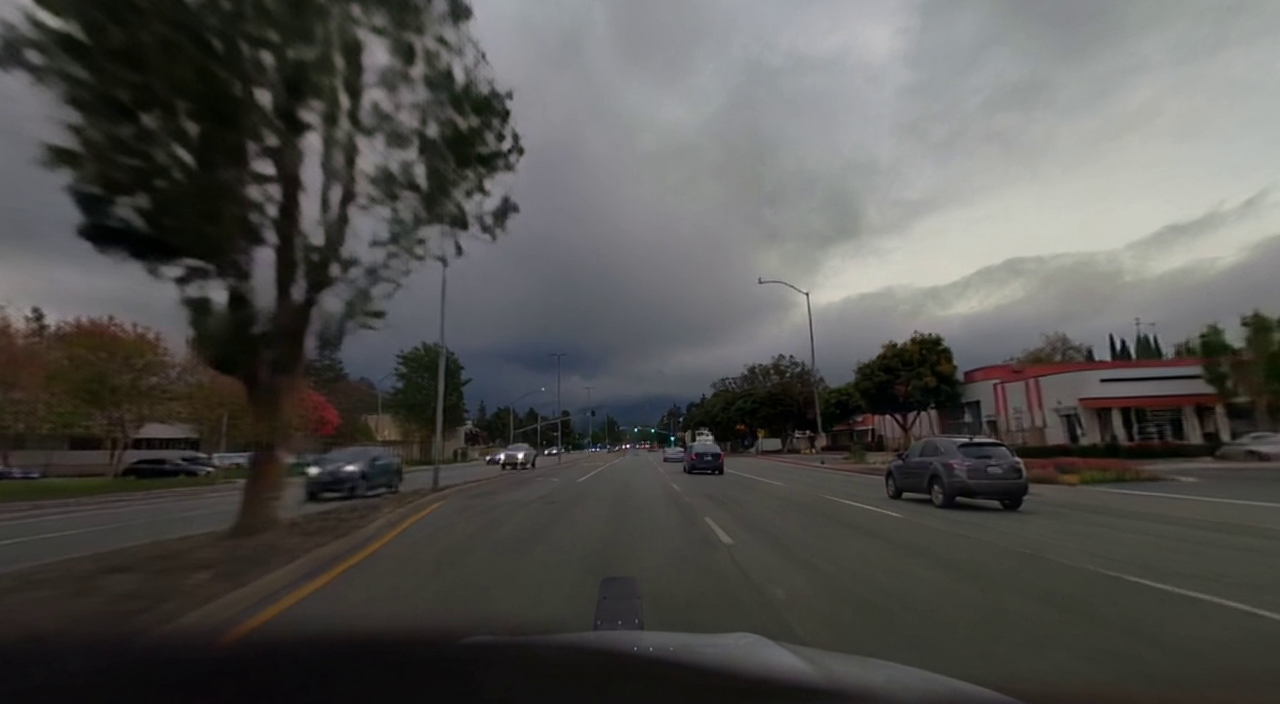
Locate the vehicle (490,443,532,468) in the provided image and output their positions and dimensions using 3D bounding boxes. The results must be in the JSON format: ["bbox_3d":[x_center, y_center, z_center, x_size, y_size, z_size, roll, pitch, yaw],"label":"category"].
[{"bbox_3d":[-9.480,7.636,46.594,2.160,1.785,4.280,0,-9,0],"label":"vehicle"}]

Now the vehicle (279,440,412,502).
[{"bbox_3d":[-9.055,3.665,19.856,2.024,1.699,4.363,0,-9,0],"label":"vehicle"}]

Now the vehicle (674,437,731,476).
[{"bbox_3d":[2.823,4.863,29.441,2.161,1.676,4.151,0,-9,-1],"label":"vehicle"}]

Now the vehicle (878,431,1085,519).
[{"bbox_3d":[6.770,2.467,13.122,1.886,1.528,4.169,0,-9,-2],"label":"vehicle"}]

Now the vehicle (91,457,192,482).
[{"bbox_3d":[-30.375,7.140,38.401,4.598,1.447,1.772,0,-8,0],"label":"vehicle"}]

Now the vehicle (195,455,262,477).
[{"bbox_3d":[-28.777,7.977,44.038,3.453,1.405,1.745,0,-8,2],"label":"vehicle"}]

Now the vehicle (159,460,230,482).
[{"bbox_3d":[-29.262,7.835,41.421,3.281,1.321,1.809,0,-8,2],"label":"vehicle"}]
